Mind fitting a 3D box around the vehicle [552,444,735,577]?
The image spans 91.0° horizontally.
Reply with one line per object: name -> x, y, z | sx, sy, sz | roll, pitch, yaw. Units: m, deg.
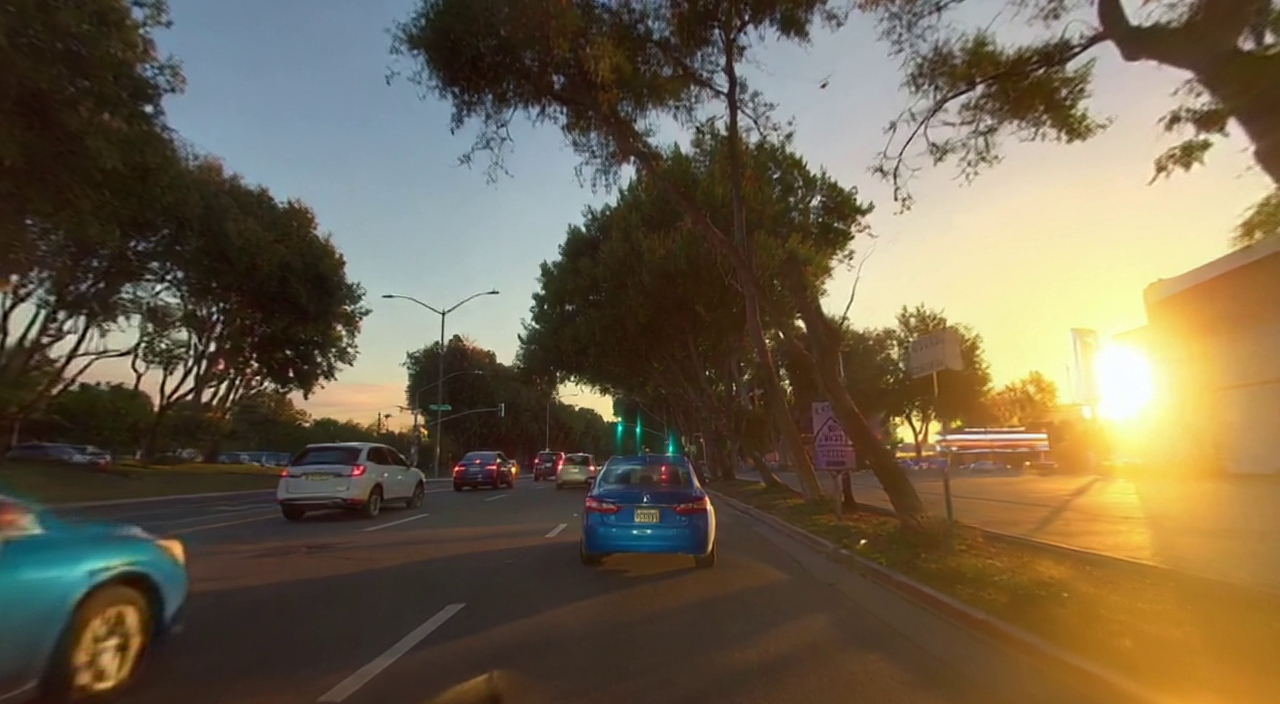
vehicle -> 0.086, 2.126, 9.278 | 2.091, 1.494, 3.962 | 0, -9, 1

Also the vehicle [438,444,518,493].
vehicle -> -6.768, 4.893, 26.866 | 2.130, 1.900, 4.470 | 0, -9, 1

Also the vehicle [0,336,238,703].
vehicle -> -3.614, 0.651, 1.513 | 2.055, 1.725, 4.732 | 0, -9, 1

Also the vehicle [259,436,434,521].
vehicle -> -6.928, 3.012, 15.558 | 2.032, 1.767, 4.549 | 0, -9, 1
